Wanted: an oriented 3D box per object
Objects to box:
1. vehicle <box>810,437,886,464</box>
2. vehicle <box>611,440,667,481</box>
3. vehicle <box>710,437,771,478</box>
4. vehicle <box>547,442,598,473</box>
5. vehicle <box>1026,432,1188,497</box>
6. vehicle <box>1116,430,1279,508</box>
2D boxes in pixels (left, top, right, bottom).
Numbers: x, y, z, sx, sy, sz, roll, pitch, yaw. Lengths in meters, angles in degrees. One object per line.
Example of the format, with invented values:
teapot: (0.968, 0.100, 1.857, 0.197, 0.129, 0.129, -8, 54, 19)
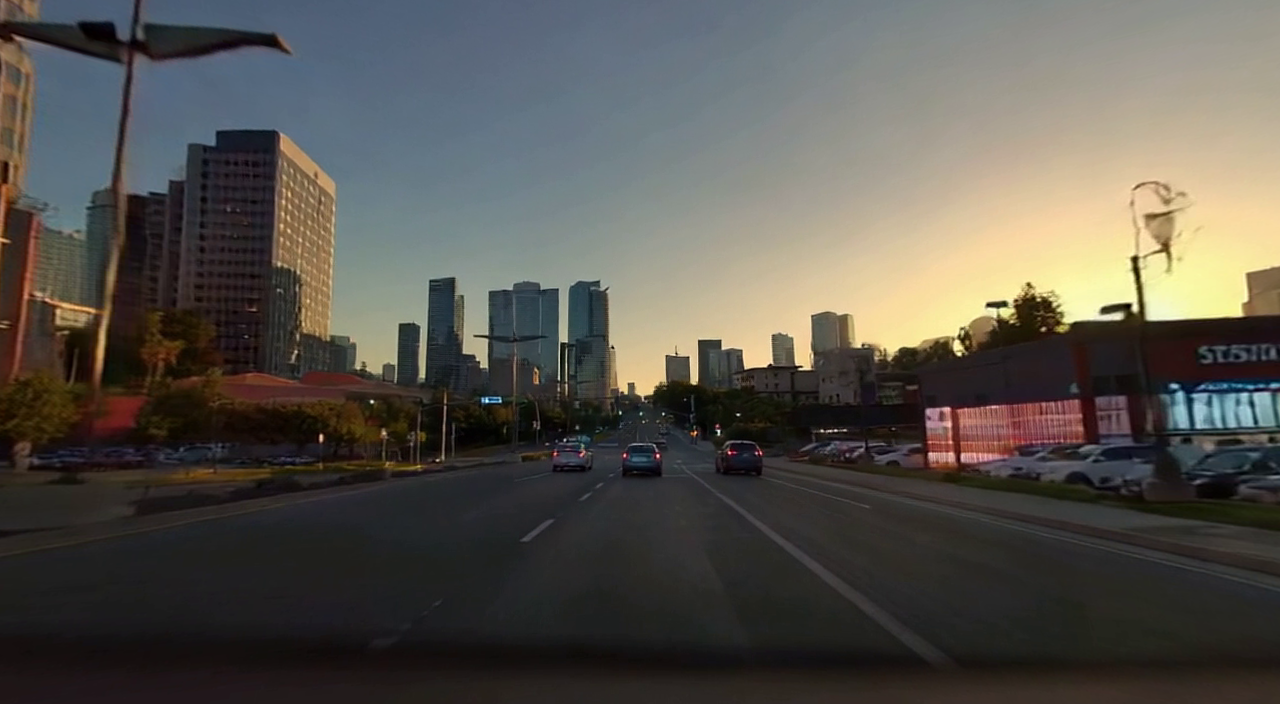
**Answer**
vehicle: (15.207, 7.222, 46.302, 4.775, 1.728, 1.996, -2, -9, -1)
vehicle: (-0.016, 4.320, 25.411, 2.059, 1.477, 3.988, 0, -8, 0)
vehicle: (4.379, 4.653, 28.073, 2.007, 1.683, 4.171, 0, -8, 0)
vehicle: (-3.430, 5.454, 32.908, 2.029, 1.482, 4.591, 0, -8, 2)
vehicle: (13.571, 3.192, 18.292, 4.346, 1.667, 2.022, 4, -10, -29)
vehicle: (13.850, 2.789, 15.465, 4.200, 1.643, 1.909, 5, -10, -31)
